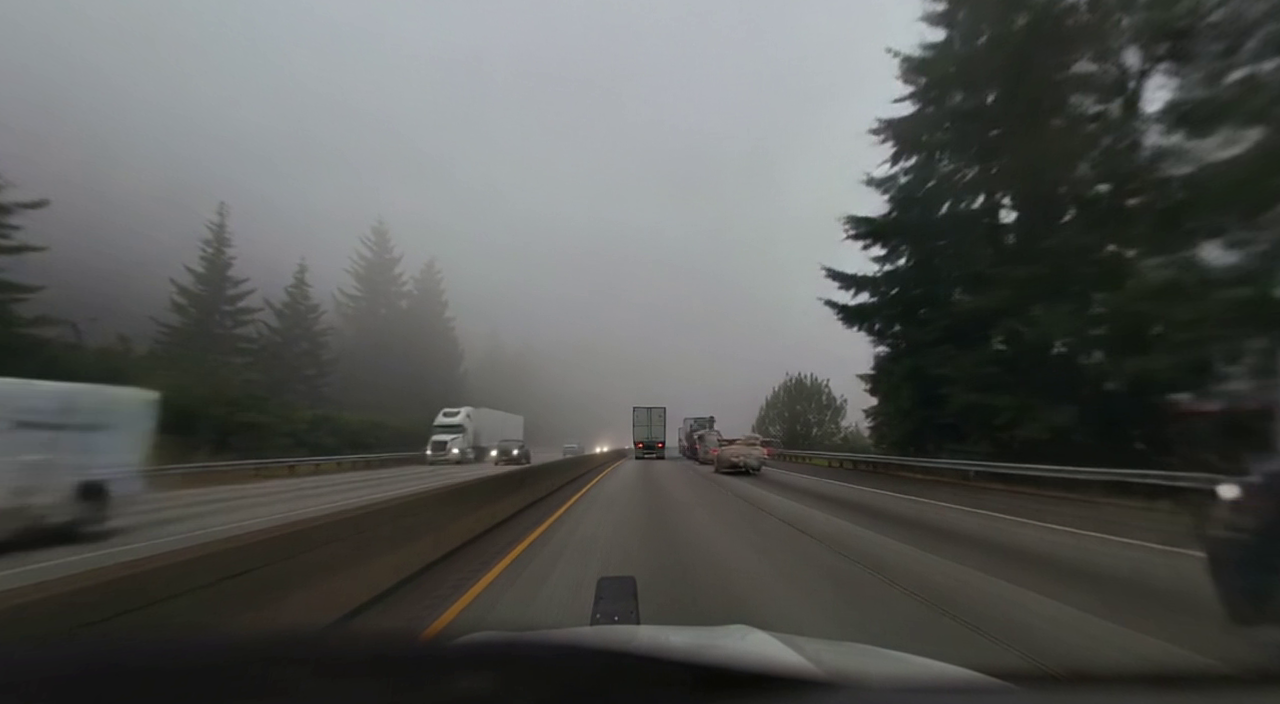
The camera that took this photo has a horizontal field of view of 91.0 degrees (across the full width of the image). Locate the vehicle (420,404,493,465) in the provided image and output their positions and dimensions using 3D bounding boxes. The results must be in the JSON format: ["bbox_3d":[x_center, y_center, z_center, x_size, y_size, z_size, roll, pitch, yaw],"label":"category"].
[{"bbox_3d":[-12.685,5.823,44.217,2.939,3.930,6.425,-1,-8,2],"label":"vehicle"}]

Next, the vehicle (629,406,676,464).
[{"bbox_3d":[0.678,5.294,39.988,2.644,3.247,7.454,0,-8,-1],"label":"vehicle"}]

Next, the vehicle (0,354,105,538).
[{"bbox_3d":[-8.769,0.880,5.698,2.193,2.189,6.439,0,-8,0],"label":"vehicle"}]

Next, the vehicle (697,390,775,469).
[{"bbox_3d":[4.673,3.979,31.993,2.956,3.604,6.277,0,-8,0],"label":"vehicle"}]
